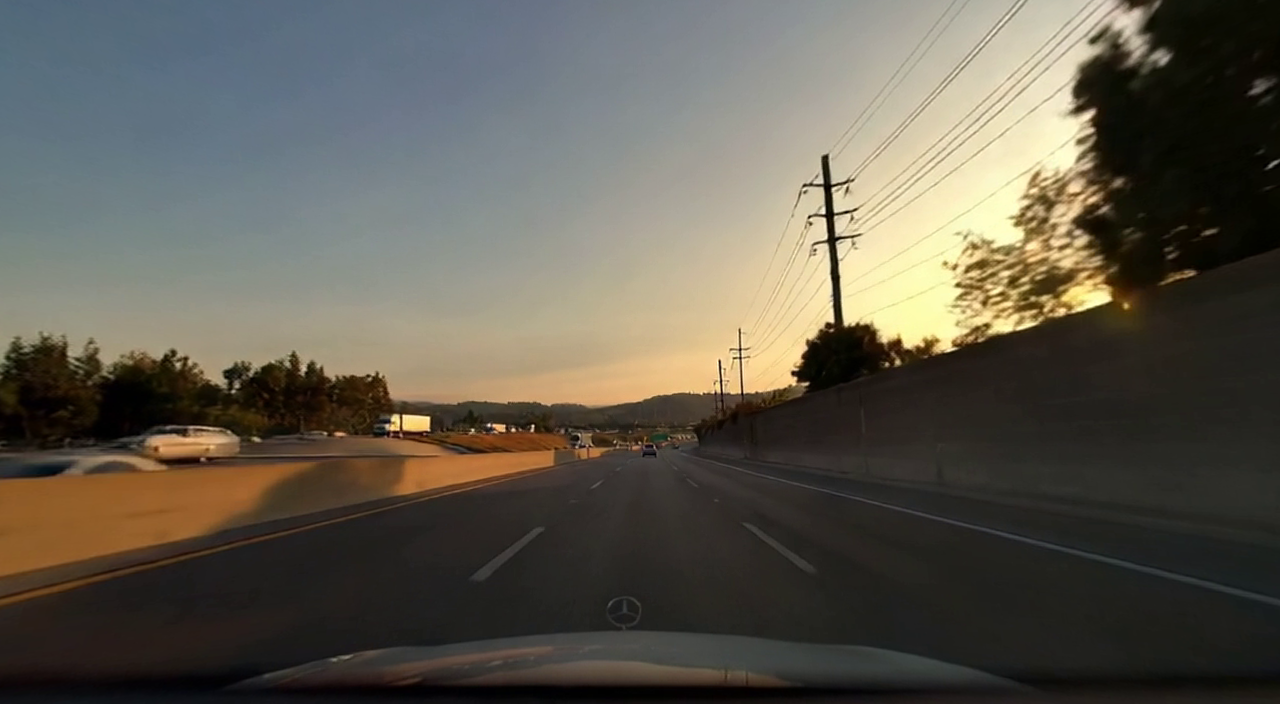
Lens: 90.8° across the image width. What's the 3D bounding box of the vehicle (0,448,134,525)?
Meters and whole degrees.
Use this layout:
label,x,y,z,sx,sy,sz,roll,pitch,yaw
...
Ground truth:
label,x,y,z,sx,sy,sz,roll,pitch,yaw
vehicle,-12.213,2.577,12.410,1.658,1.363,3.429,0,-9,0
